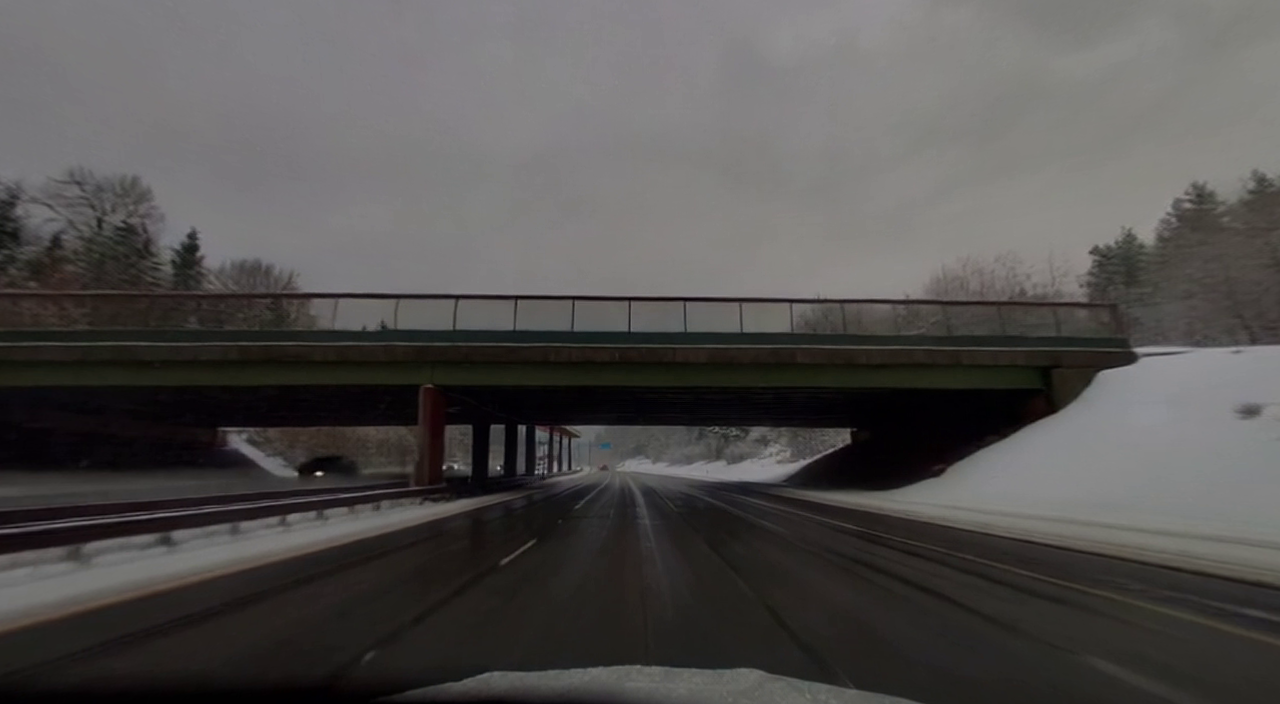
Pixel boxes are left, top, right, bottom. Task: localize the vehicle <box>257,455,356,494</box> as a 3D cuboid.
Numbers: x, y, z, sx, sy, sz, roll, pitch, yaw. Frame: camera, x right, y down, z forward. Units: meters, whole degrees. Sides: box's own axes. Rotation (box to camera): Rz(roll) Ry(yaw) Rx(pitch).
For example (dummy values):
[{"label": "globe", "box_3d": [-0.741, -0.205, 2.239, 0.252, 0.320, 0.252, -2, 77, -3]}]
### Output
[{"label": "vehicle", "box_3d": [-13.799, 5.115, 26.412, 1.787, 1.449, 4.326, 1, -11, -1]}]
